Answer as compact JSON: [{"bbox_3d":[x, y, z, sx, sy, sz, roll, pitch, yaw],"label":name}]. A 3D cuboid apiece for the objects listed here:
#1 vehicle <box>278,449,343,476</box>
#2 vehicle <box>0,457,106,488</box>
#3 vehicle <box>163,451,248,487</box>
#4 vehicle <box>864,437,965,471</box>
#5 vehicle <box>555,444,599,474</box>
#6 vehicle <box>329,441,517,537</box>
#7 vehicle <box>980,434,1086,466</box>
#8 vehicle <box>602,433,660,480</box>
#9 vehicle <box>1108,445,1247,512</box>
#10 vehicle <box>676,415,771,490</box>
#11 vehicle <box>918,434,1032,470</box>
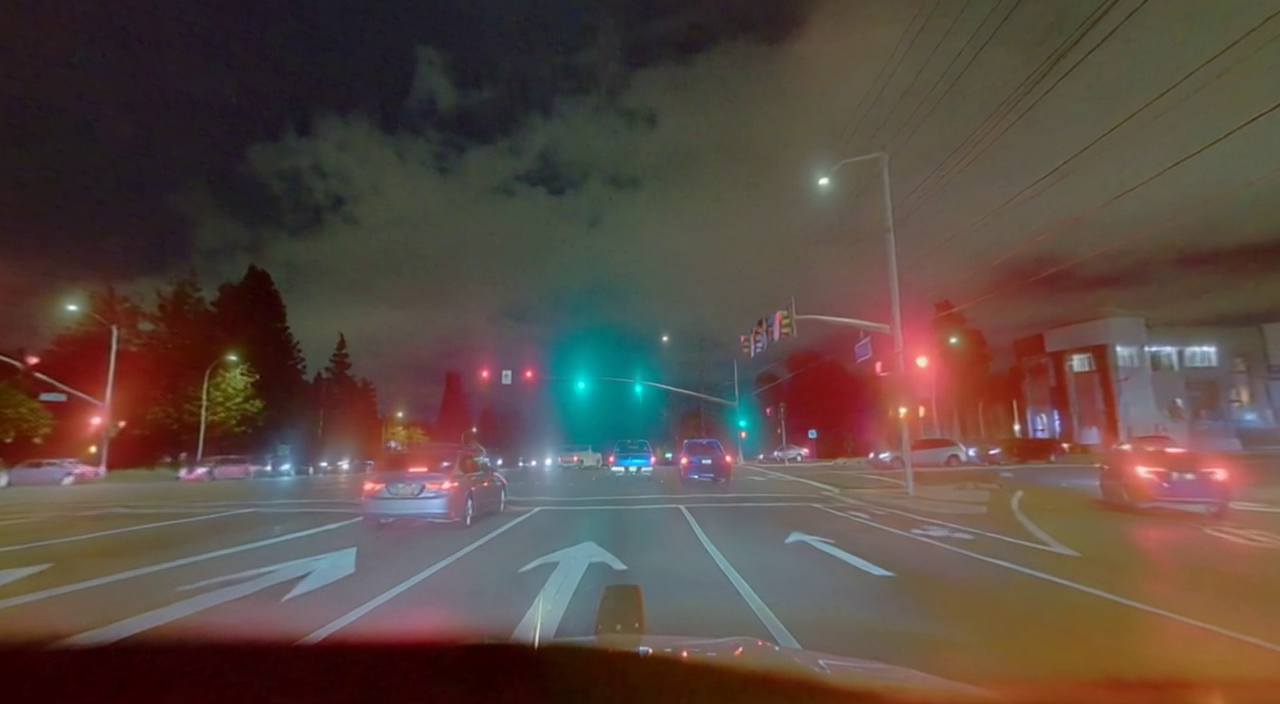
[{"bbox_3d":[-24.649,8.273,47.468,2.224,1.759,4.994,-3,-9,0],"label":"vehicle"},{"bbox_3d":[-30.226,6.102,32.262,4.675,1.471,2.076,-2,-9,14],"label":"vehicle"},{"bbox_3d":[-20.467,5.430,29.714,4.214,1.557,2.016,-7,-11,38],"label":"vehicle"},{"bbox_3d":[15.271,5.705,35.242,4.681,1.756,2.109,2,-10,-9],"label":"vehicle"},{"bbox_3d":[-3.943,6.831,40.571,2.273,1.749,4.385,0,-9,2],"label":"vehicle"},{"bbox_3d":[-3.873,2.514,12.268,1.939,1.494,4.499,0,-9,1],"label":"vehicle"},{"bbox_3d":[22.805,5.730,36.735,4.882,1.777,2.103,2,-10,-9],"label":"vehicle"},{"bbox_3d":[-0.332,5.274,32.099,2.643,2.145,5.585,0,-9,2],"label":"vehicle"},{"bbox_3d":[13.573,3.136,16.250,2.212,1.466,4.126,-6,-11,34],"label":"vehicle"},{"bbox_3d":[3.140,4.079,25.820,2.905,2.636,6.895,0,-9,0],"label":"vehicle"},{"bbox_3d":[17.239,5.172,32.606,4.782,1.768,2.152,2,-10,-11],"label":"vehicle"}]
